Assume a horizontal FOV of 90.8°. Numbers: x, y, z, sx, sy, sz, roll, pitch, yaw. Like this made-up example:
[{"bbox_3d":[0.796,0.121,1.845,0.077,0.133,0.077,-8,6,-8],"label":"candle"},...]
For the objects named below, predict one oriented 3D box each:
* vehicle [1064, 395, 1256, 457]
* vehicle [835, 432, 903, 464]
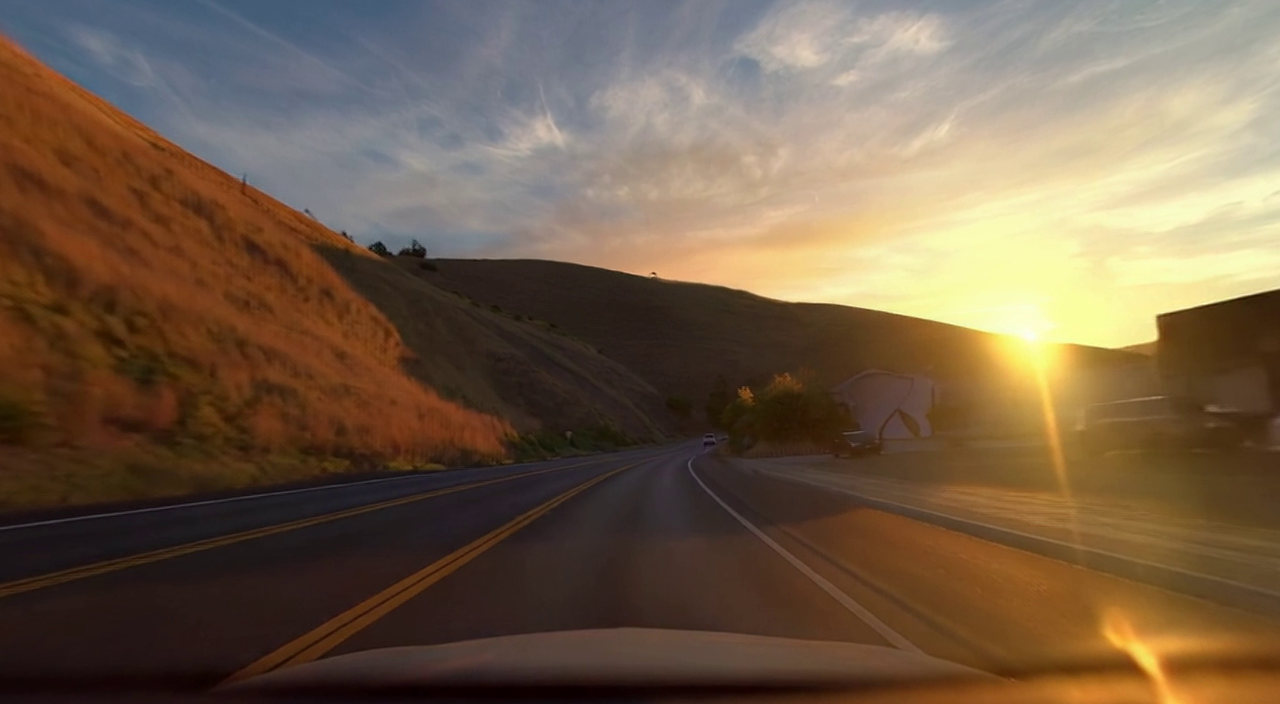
[{"bbox_3d":[17.385,2.602,21.544,2.098,1.872,4.777,1,-9,-7],"label":"vehicle"},{"bbox_3d":[14.896,6.336,41.444,2.352,1.872,5.103,0,-11,-2],"label":"vehicle"}]
